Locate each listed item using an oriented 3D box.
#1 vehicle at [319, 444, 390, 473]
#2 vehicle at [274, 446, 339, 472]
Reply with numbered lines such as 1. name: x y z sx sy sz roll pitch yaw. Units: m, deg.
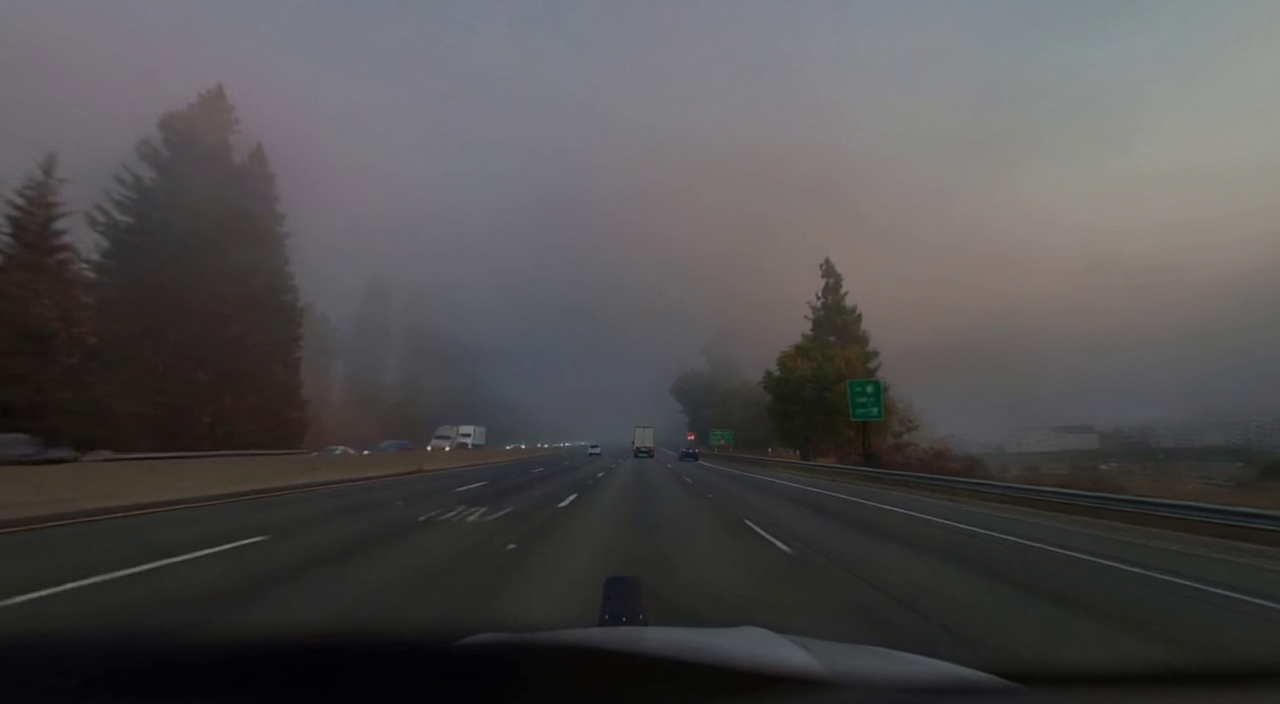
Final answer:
1. vehicle: -15.993 5.948 35.456 2.131 1.493 3.900 0 -9 0
2. vehicle: -19.588 6.268 37.121 1.809 1.422 3.660 1 -8 0
